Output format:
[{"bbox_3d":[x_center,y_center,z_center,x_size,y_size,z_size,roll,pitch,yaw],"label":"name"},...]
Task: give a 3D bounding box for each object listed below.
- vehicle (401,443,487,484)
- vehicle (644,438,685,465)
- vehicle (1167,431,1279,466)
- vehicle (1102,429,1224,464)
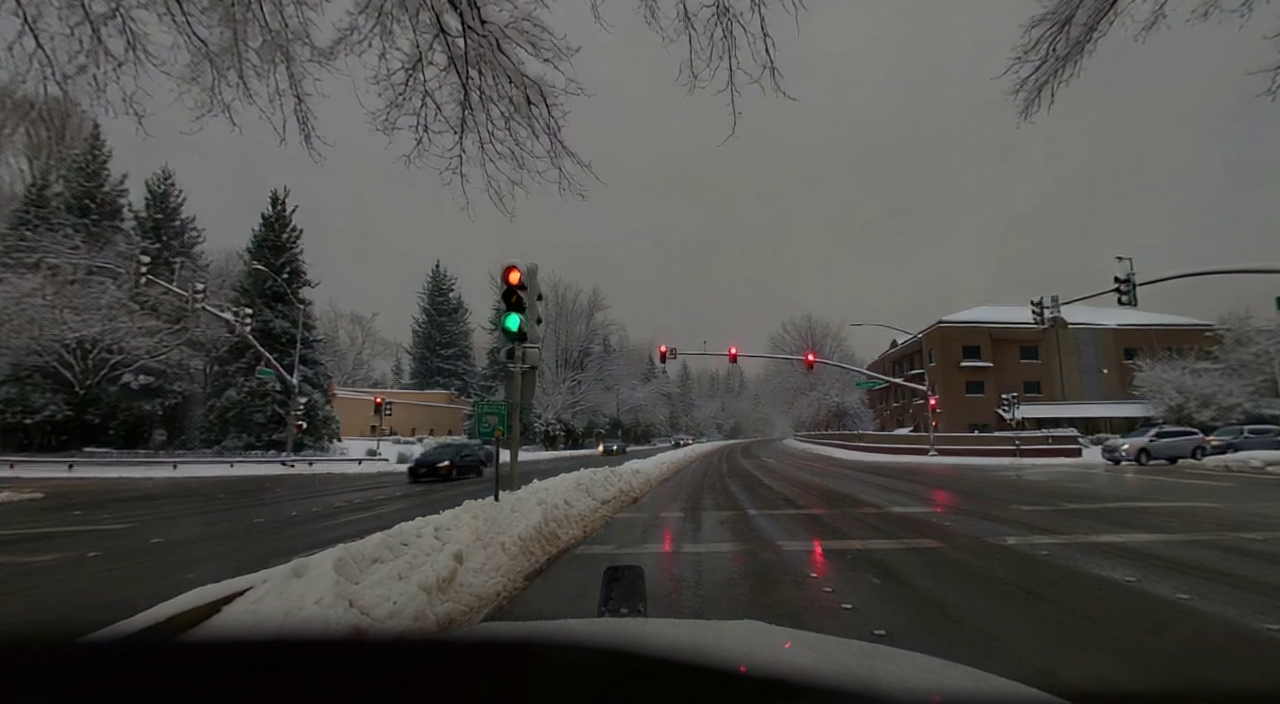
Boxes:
[{"bbox_3d":[-7.800,4.451,25.533,1.877,1.481,3.853,-1,-8,6],"label":"vehicle"},{"bbox_3d":[1.741,6.776,43.255,2.197,1.739,4.177,-2,-8,10],"label":"vehicle"},{"bbox_3d":[26.293,4.243,27.880,4.644,1.470,1.922,1,-8,-10],"label":"vehicle"},{"bbox_3d":[25.923,4.681,31.353,4.441,1.674,2.035,1,-8,-8],"label":"vehicle"}]
